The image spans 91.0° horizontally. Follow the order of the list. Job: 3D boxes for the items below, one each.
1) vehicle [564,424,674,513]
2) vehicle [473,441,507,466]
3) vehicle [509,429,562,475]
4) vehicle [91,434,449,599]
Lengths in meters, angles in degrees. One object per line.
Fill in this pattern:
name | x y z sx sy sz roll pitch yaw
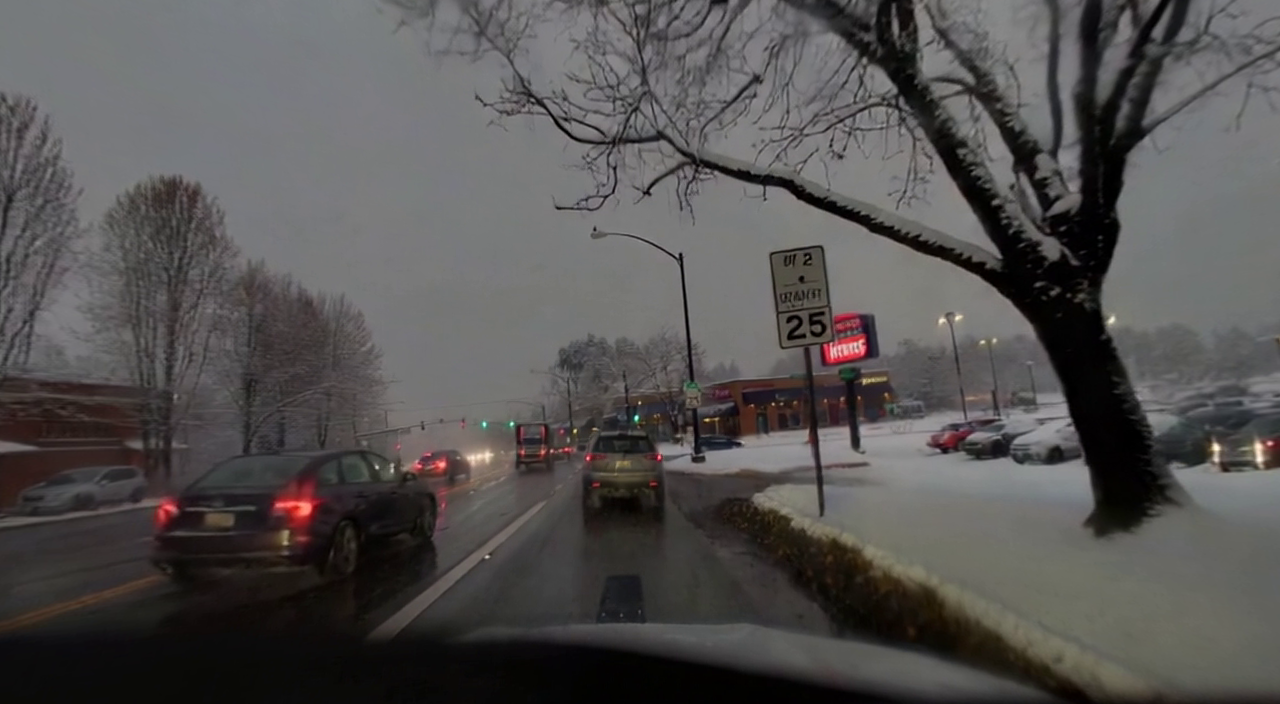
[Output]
vehicle | -0.484 2.589 14.367 2.144 1.704 4.028 1 -9 -2
vehicle | -11.082 7.522 46.778 2.069 1.719 4.441 2 -9 -9
vehicle | -5.011 4.880 30.819 2.082 2.018 4.308 1 -9 -4
vehicle | -4.274 1.942 8.425 1.974 1.549 4.603 1 -9 0
